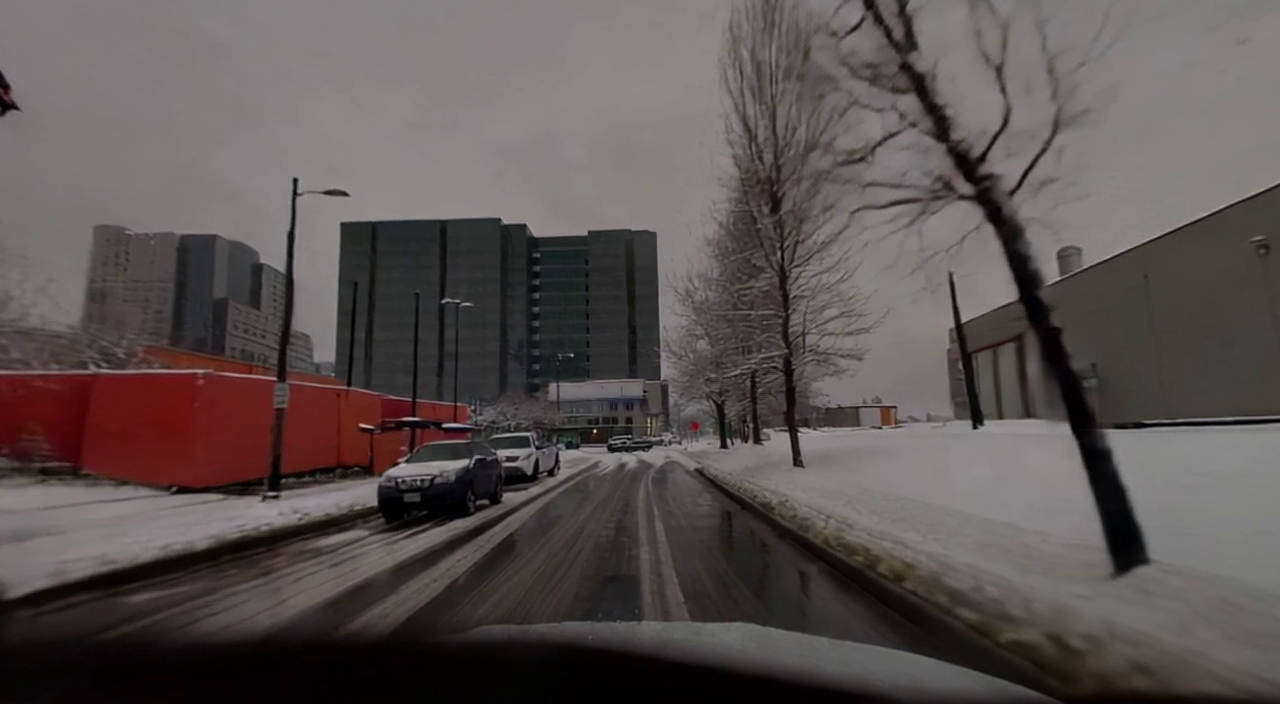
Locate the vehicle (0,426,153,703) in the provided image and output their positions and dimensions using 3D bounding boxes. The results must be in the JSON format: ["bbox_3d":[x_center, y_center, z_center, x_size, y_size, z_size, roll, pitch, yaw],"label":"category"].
[{"bbox_3d":[-3.911,0.900,1.532,1.948,1.460,4.394,0,-8,0],"label":"vehicle"}]

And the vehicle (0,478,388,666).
[{"bbox_3d":[-3.977,1.817,5.957,1.741,0.964,3.497,-1,-7,0],"label":"vehicle"}]

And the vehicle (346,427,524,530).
[{"bbox_3d":[-3.708,2.330,12.317,1.980,1.635,4.153,0,-8,1],"label":"vehicle"}]

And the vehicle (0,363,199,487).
[{"bbox_3d":[-13.602,1.636,13.981,6.039,2.449,2.273,-1,-8,5],"label":"vehicle"}]

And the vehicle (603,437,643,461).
[{"bbox_3d":[-1.169,7.036,45.851,1.967,1.646,4.192,-2,-8,11],"label":"vehicle"}]
